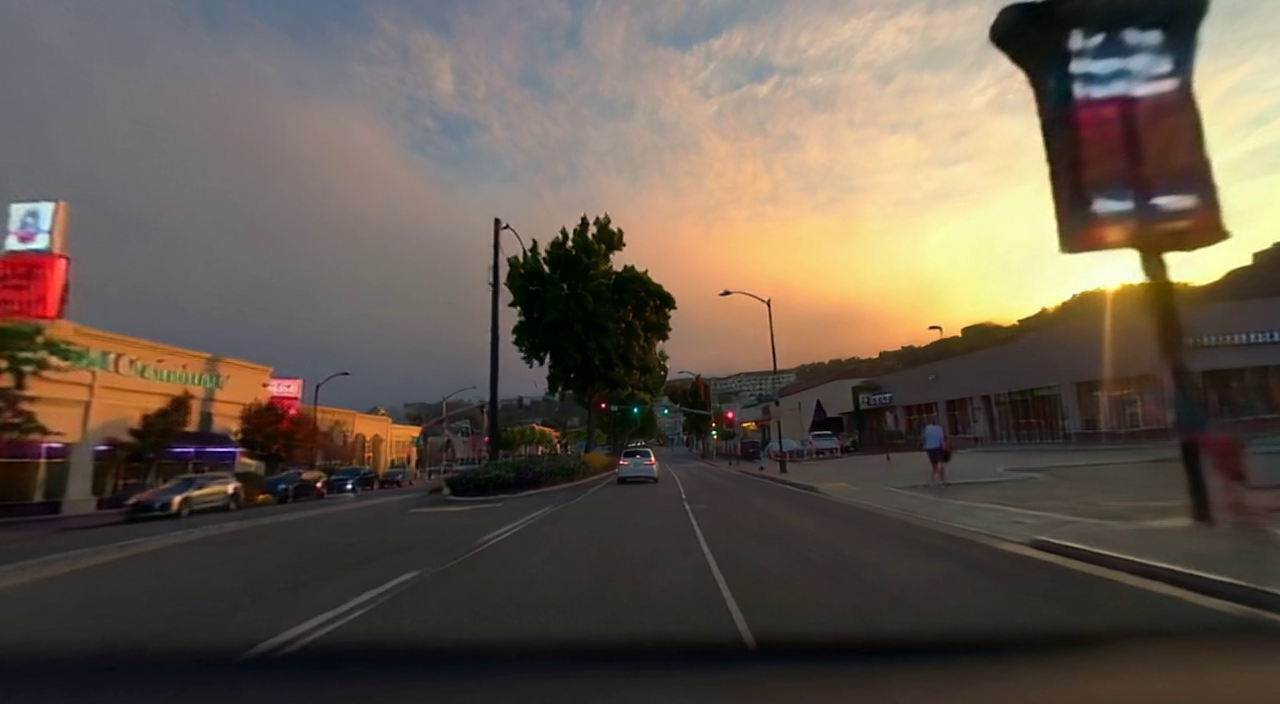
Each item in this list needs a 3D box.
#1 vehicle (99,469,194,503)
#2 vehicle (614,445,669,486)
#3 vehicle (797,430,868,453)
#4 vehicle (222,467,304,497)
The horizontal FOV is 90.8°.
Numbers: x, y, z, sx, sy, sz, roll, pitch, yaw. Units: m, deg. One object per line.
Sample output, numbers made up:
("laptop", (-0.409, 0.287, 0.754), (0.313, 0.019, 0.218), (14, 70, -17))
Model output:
("vehicle", (-29.659, 8.008, 38.073), (4.261, 1.756, 1.915), (7, -11, -38))
("vehicle", (0.124, 4.410, 24.915), (1.977, 1.451, 4.032), (-1, -9, 3))
("vehicle", (13.871, 6.468, 45.762), (4.466, 1.553, 2.060), (1, -7, -1))
("vehicle", (-24.333, 8.335, 40.800), (4.310, 1.663, 1.881), (6, -10, -34))
